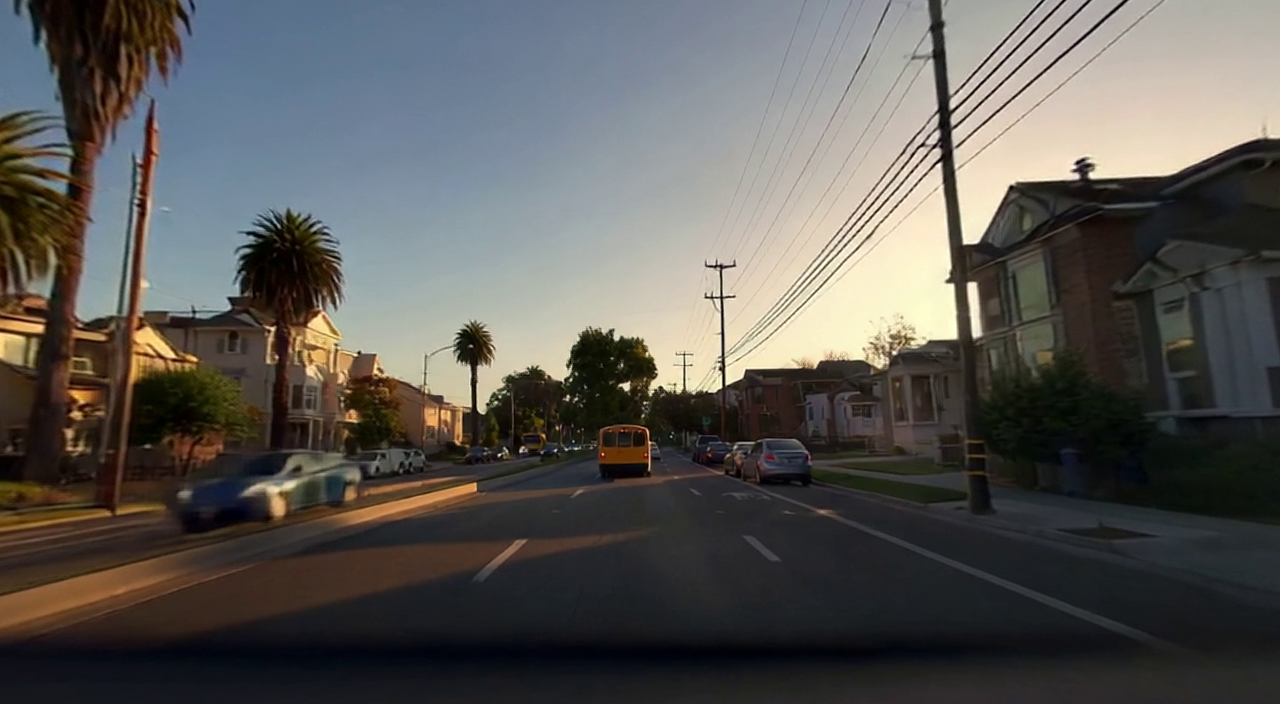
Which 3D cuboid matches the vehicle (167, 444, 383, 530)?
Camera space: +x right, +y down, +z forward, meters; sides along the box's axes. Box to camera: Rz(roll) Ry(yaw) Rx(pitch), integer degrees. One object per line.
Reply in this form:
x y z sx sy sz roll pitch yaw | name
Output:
-7.143 2.630 13.012 1.844 1.453 4.414 0 -8 0 | vehicle

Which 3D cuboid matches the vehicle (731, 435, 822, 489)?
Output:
4.289 3.514 20.493 1.946 1.530 4.240 0 -8 -1 | vehicle

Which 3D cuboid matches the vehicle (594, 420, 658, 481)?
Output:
-0.617 3.669 23.715 2.168 2.040 4.527 0 -8 -3 | vehicle
